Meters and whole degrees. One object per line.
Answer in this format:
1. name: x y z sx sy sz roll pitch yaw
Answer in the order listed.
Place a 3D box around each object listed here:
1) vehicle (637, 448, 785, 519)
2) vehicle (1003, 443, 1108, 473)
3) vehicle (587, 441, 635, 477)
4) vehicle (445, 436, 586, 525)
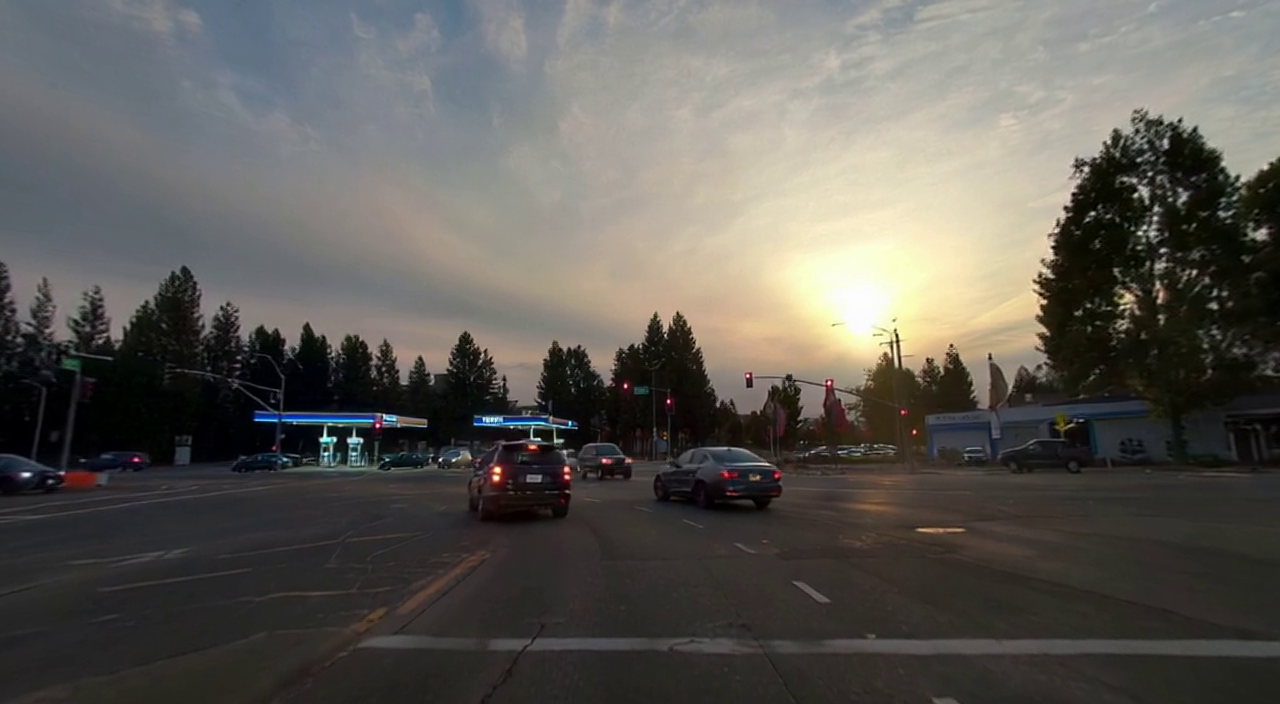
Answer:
1. vehicle: 1.544 3.131 15.761 1.965 1.460 4.581 2 -9 -17
2. vehicle: 25.916 6.618 39.615 4.952 1.745 2.184 -2 -9 15
3. vehicle: -1.645 5.816 34.598 2.016 1.828 4.503 1 -9 -11
4. vehicle: -3.138 2.922 15.040 2.351 1.733 4.616 3 -9 -23
